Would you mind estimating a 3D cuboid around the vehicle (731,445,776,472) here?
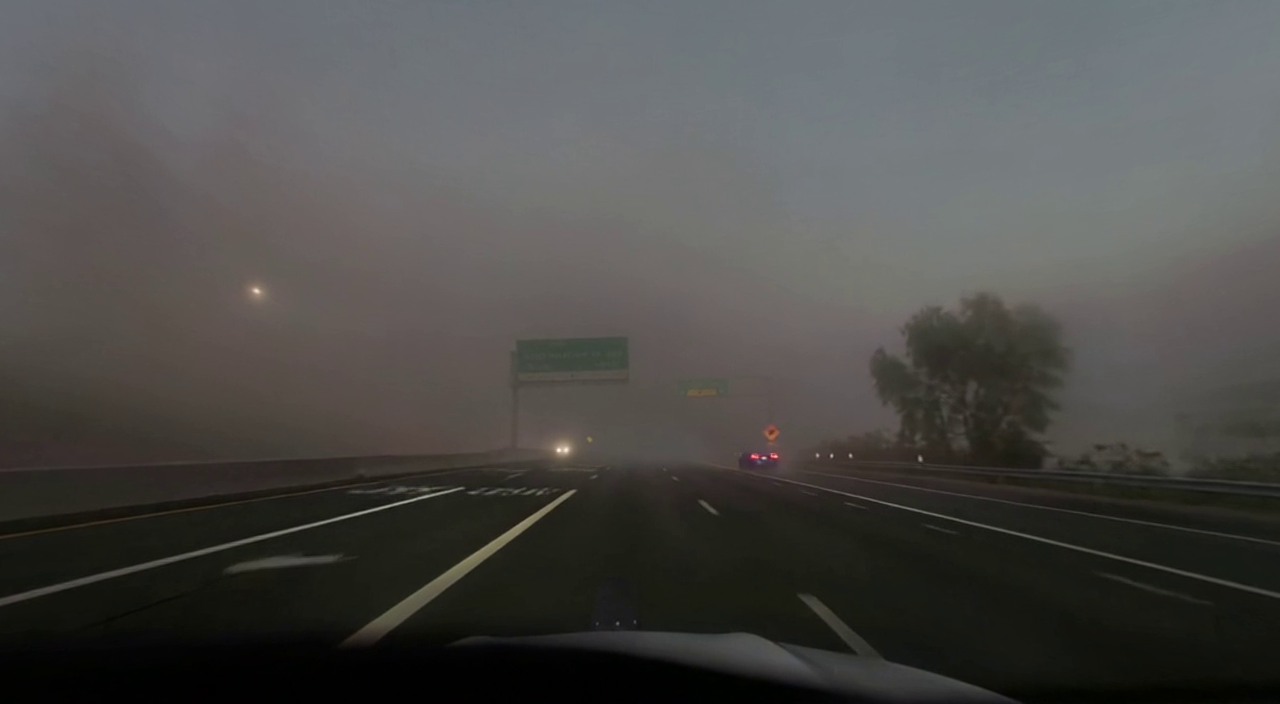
[{"bbox_3d":[7.090,6.684,39.814,1.958,1.498,4.447,0,-7,-1],"label":"vehicle"}]
